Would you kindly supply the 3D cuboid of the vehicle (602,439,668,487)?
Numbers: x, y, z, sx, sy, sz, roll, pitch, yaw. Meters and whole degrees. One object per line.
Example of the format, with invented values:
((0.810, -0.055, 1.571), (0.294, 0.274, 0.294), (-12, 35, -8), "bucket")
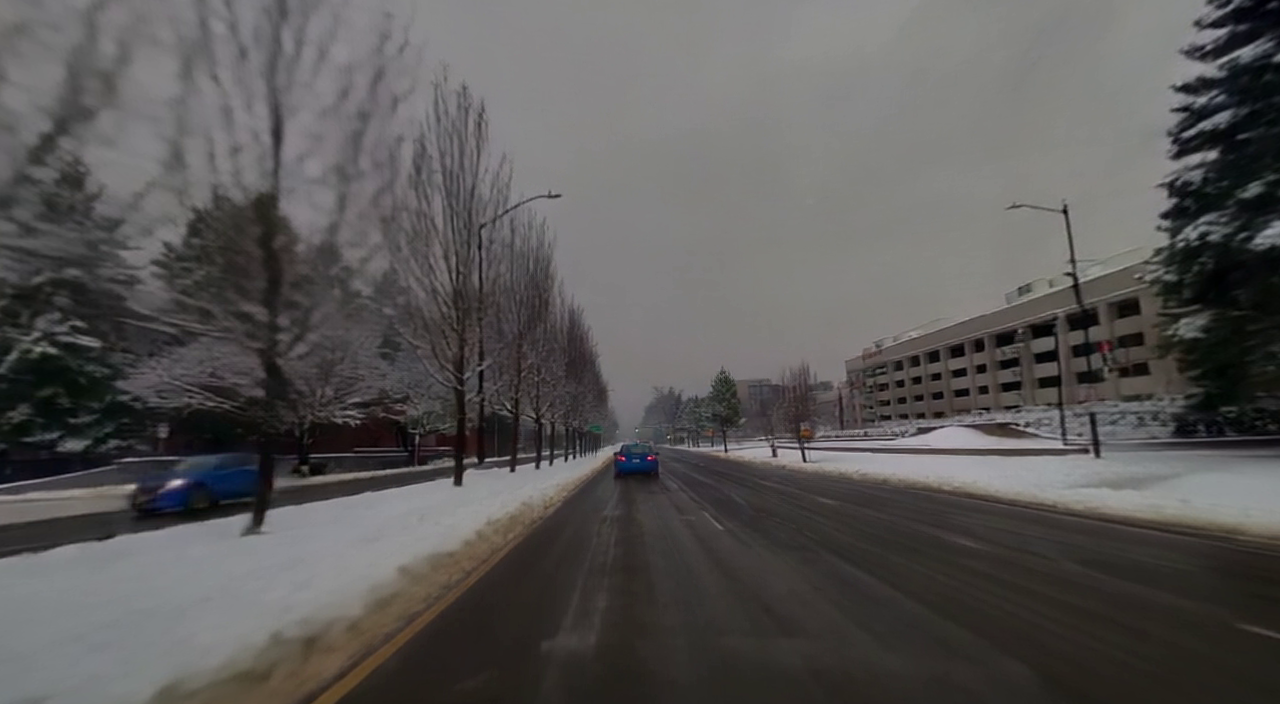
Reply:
((-0.169, 3.819, 22.082), (2.042, 1.479, 4.601), (0, -8, 0), "vehicle")

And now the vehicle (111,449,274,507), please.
((-14.722, 4.121, 21.202), (2.019, 1.681, 4.548), (-1, -8, 2), "vehicle")
